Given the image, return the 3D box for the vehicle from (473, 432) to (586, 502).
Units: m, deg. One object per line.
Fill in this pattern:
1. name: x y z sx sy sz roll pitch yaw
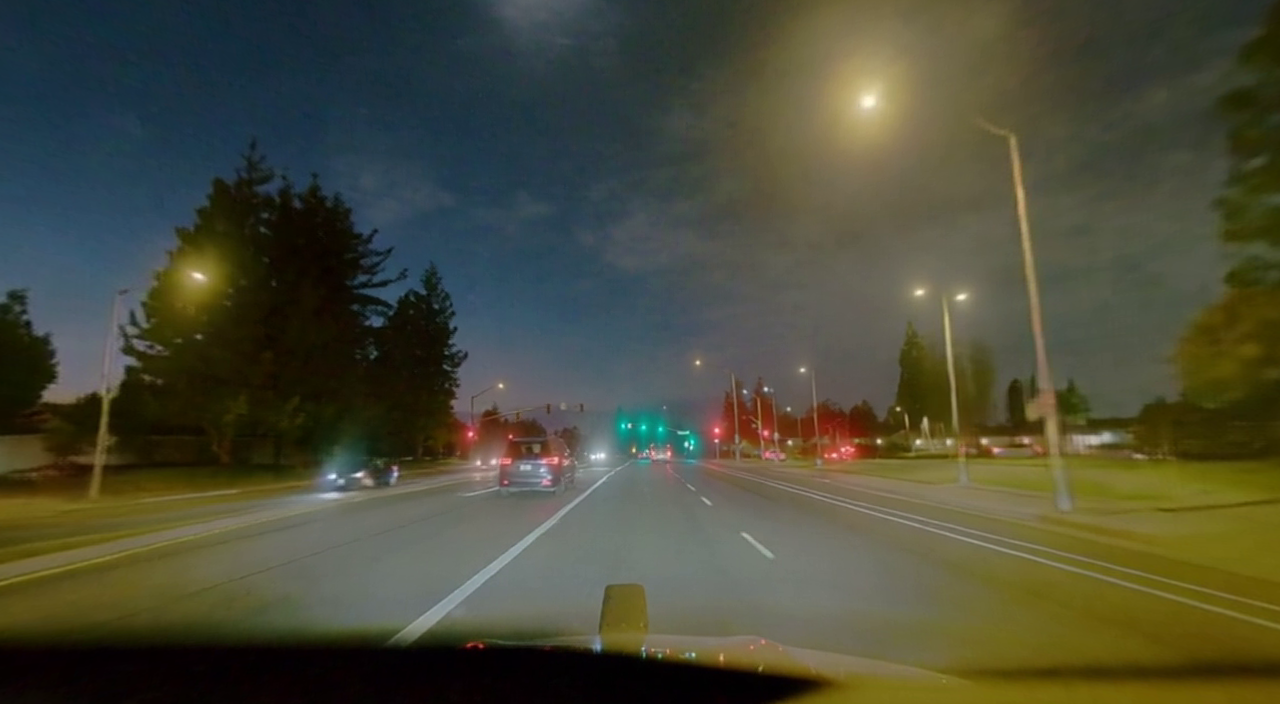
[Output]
1. vehicle: -3.134 3.442 19.328 2.459 1.825 5.380 0 -9 0

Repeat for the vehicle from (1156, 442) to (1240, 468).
1. vehicle: 35.007 6.480 39.672 1.719 1.506 3.878 0 -9 2

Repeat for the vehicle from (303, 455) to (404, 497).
1. vehicle: -11.692 5.052 26.116 1.952 1.500 4.543 0 -9 1
